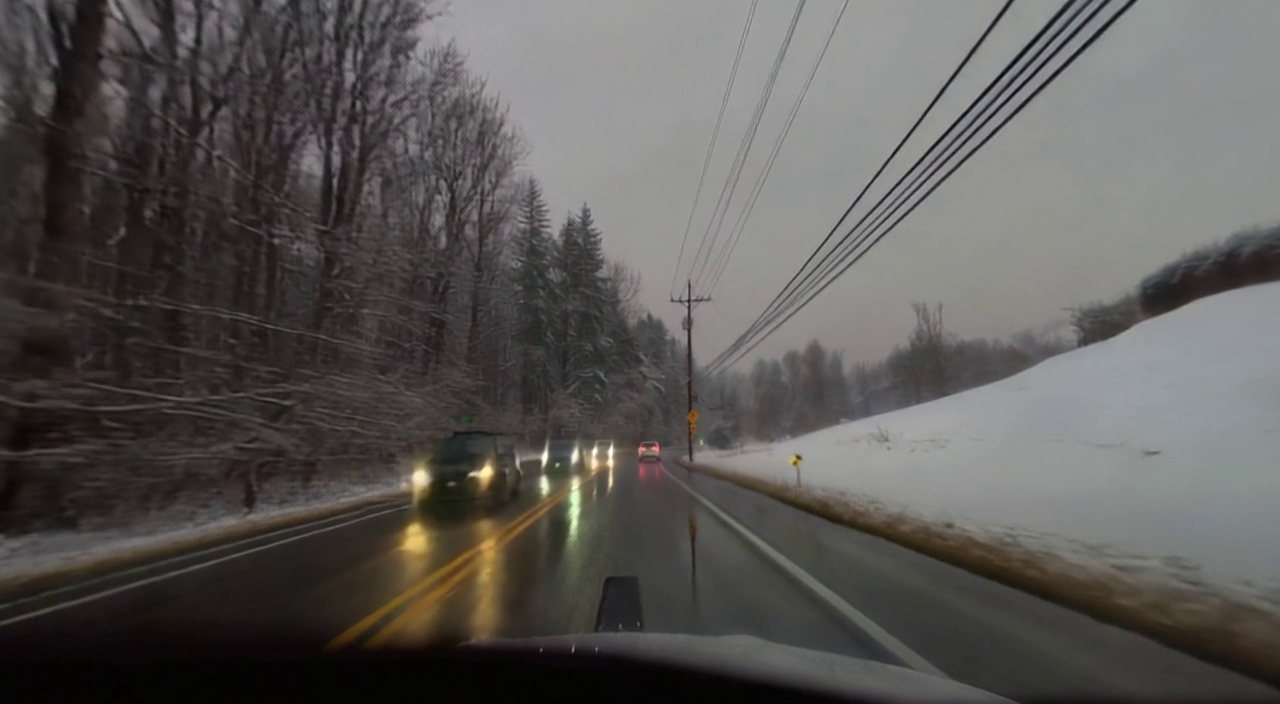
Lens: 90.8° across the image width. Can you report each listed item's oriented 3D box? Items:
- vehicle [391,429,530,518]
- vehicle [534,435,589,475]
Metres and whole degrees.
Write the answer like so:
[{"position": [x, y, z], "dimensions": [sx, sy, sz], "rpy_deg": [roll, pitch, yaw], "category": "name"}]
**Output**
[{"position": [-3.945, 2.732, 14.712], "dimensions": [2.013, 1.743, 4.205], "rpy_deg": [0, -9, 0], "category": "vehicle"}, {"position": [-3.816, 5.119, 31.579], "dimensions": [2.120, 1.821, 4.650], "rpy_deg": [0, -9, 1], "category": "vehicle"}]
